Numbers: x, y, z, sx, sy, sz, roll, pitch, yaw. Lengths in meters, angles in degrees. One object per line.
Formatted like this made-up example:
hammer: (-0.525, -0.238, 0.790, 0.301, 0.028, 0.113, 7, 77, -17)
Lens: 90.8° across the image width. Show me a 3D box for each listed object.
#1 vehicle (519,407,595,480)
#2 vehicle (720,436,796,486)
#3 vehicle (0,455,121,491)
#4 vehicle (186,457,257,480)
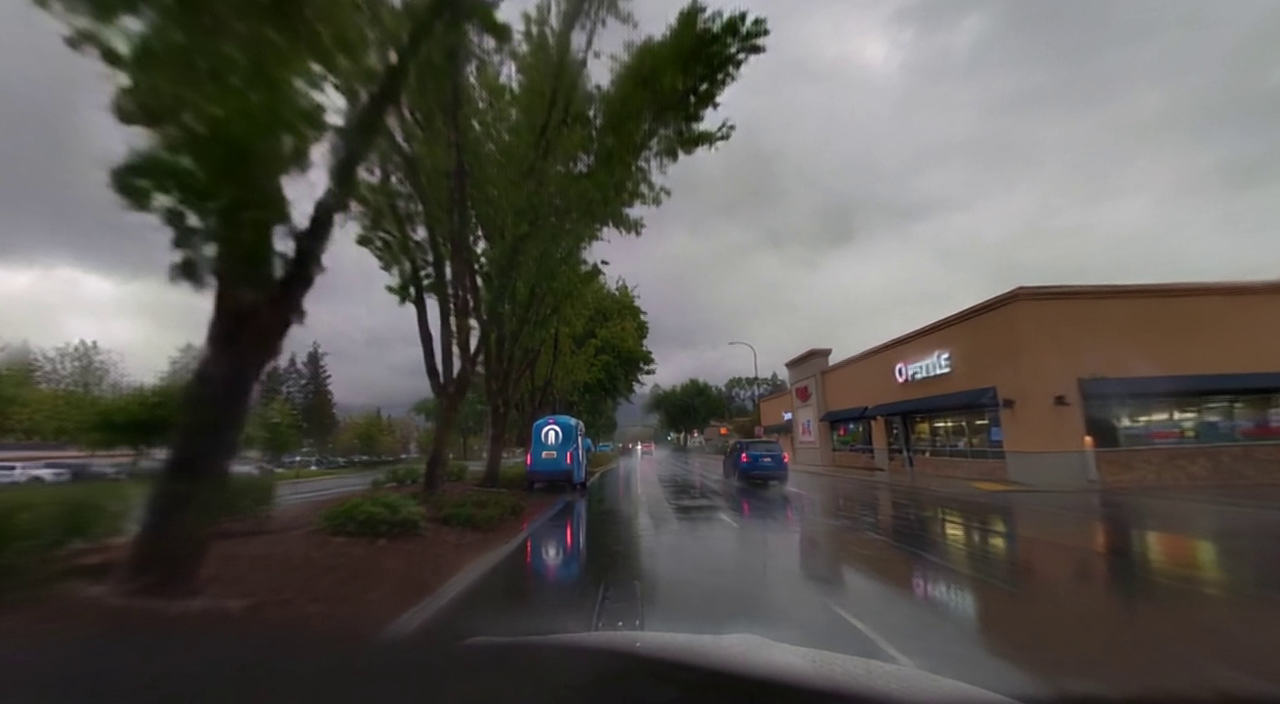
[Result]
vehicle: (-3.370, 3.947, 27.134, 2.443, 2.784, 5.862, 0, -9, 0)
vehicle: (4.206, 3.959, 23.183, 1.869, 1.646, 4.166, 0, -9, -2)
vehicle: (-31.870, 6.478, 34.033, 5.692, 1.725, 2.144, 5, -10, -33)
vehicle: (-31.635, 8.793, 47.881, 4.225, 1.449, 1.819, 1, -9, -26)
